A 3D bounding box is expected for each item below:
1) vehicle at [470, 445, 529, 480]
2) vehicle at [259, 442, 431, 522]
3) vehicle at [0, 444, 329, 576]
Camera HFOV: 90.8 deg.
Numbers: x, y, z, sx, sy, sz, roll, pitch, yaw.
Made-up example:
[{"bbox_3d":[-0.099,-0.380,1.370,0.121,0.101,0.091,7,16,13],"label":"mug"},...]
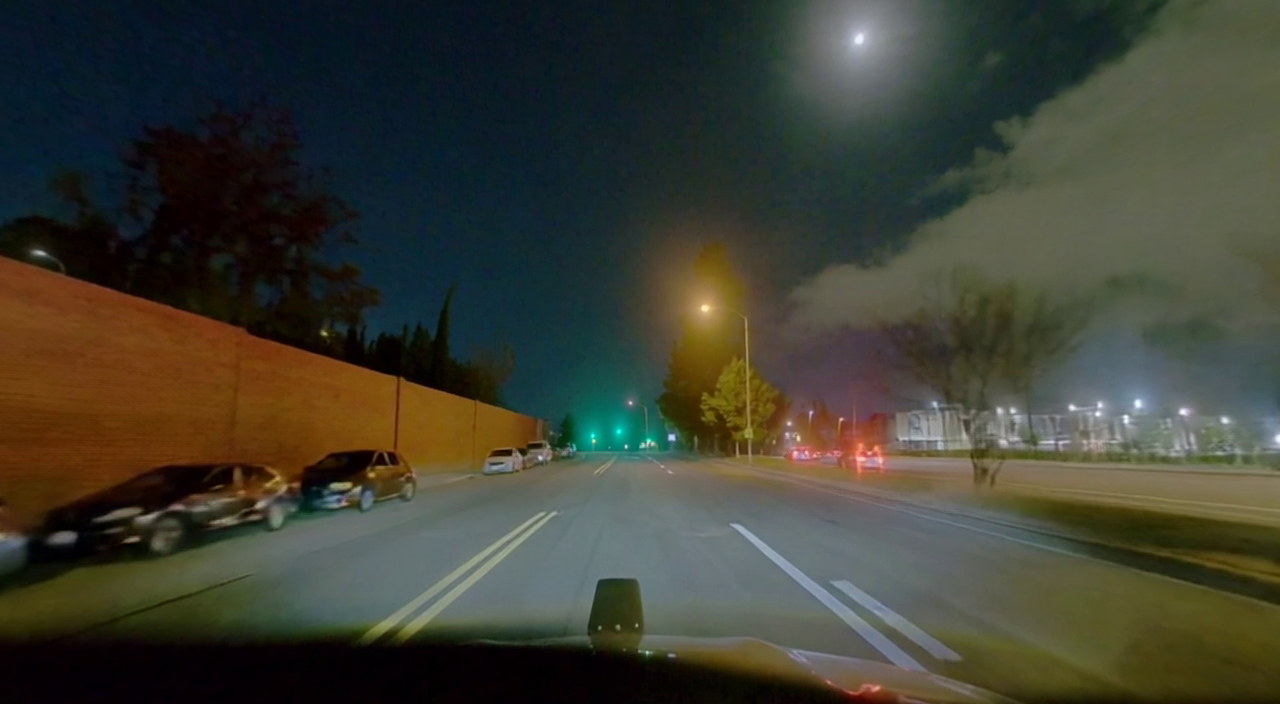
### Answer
[{"bbox_3d":[-6.999,5.523,31.856,1.989,1.485,4.218,1,-8,0],"label":"vehicle"},{"bbox_3d":[-6.755,2.977,15.171,1.929,1.491,4.642,3,-8,-1],"label":"vehicle"},{"bbox_3d":[-6.763,2.182,9.673,1.760,1.434,4.471,1,-8,-1],"label":"vehicle"}]
